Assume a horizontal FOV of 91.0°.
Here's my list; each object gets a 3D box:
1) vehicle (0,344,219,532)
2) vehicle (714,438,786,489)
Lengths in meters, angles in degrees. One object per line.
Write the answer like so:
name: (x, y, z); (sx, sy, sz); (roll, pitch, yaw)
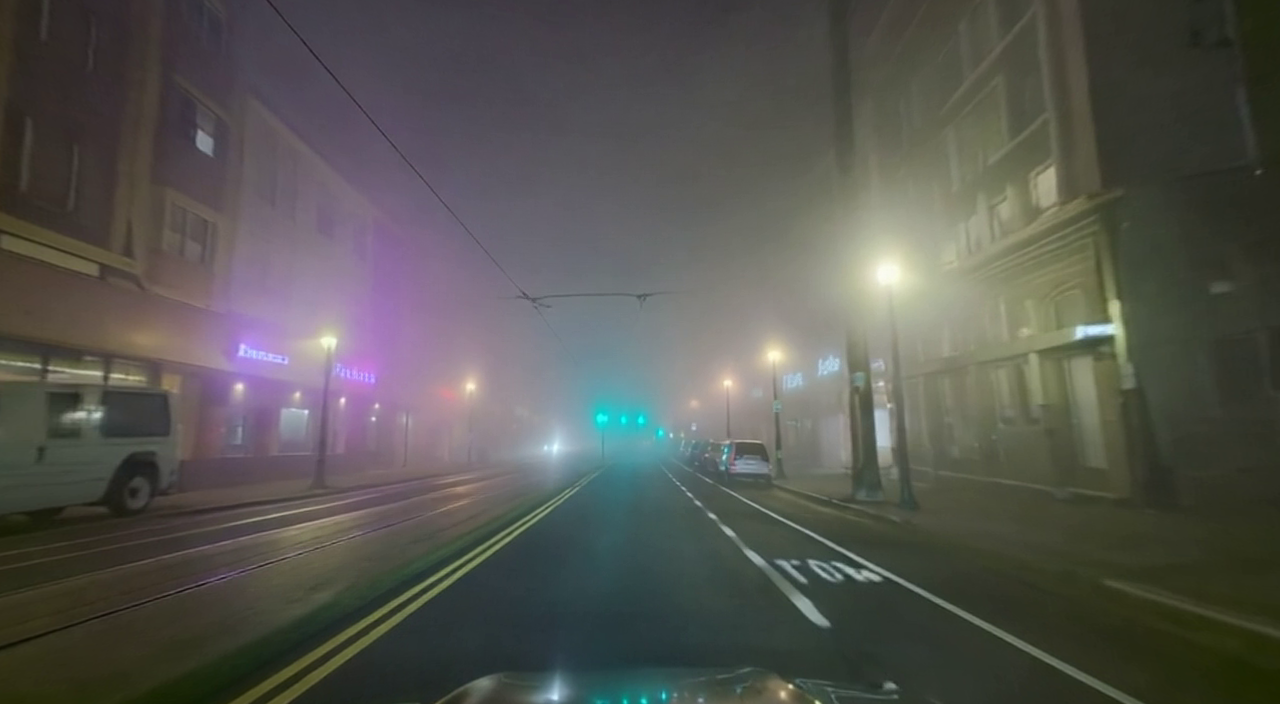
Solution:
vehicle: (-10.663, 1.369, 10.077); (2.378, 2.765, 7.920); (1, -8, -1)
vehicle: (3.571, 3.656, 21.081); (1.819, 1.546, 3.681); (0, -8, 1)
